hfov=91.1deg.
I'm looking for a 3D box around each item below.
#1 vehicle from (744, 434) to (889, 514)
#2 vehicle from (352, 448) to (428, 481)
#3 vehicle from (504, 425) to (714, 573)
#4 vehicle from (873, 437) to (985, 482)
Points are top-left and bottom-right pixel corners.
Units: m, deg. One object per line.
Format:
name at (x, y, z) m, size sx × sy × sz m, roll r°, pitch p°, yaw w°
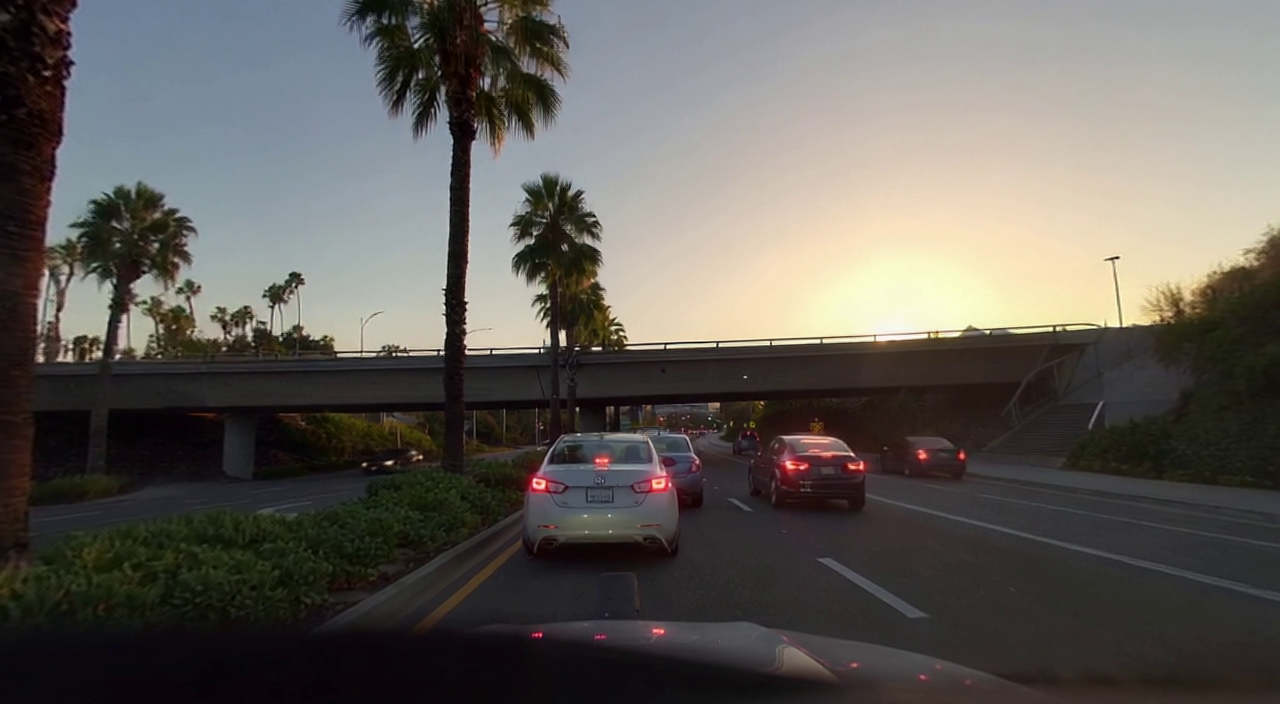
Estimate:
vehicle at (3.776, 2.696, 14.466) m, size 2.034 × 1.517 × 4.840 m, roll 0°, pitch -9°, yaw 1°
vehicle at (-12.303, 5.536, 31.256) m, size 1.933 × 1.486 × 4.449 m, roll 0°, pitch -8°, yaw 1°
vehicle at (-0.251, 1.823, 8.577) m, size 2.172 × 1.506 × 4.018 m, roll 0°, pitch -8°, yaw 2°
vehicle at (10.478, 3.931, 23.207) m, size 2.100 × 1.469 × 4.772 m, roll 0°, pitch -9°, yaw 3°
